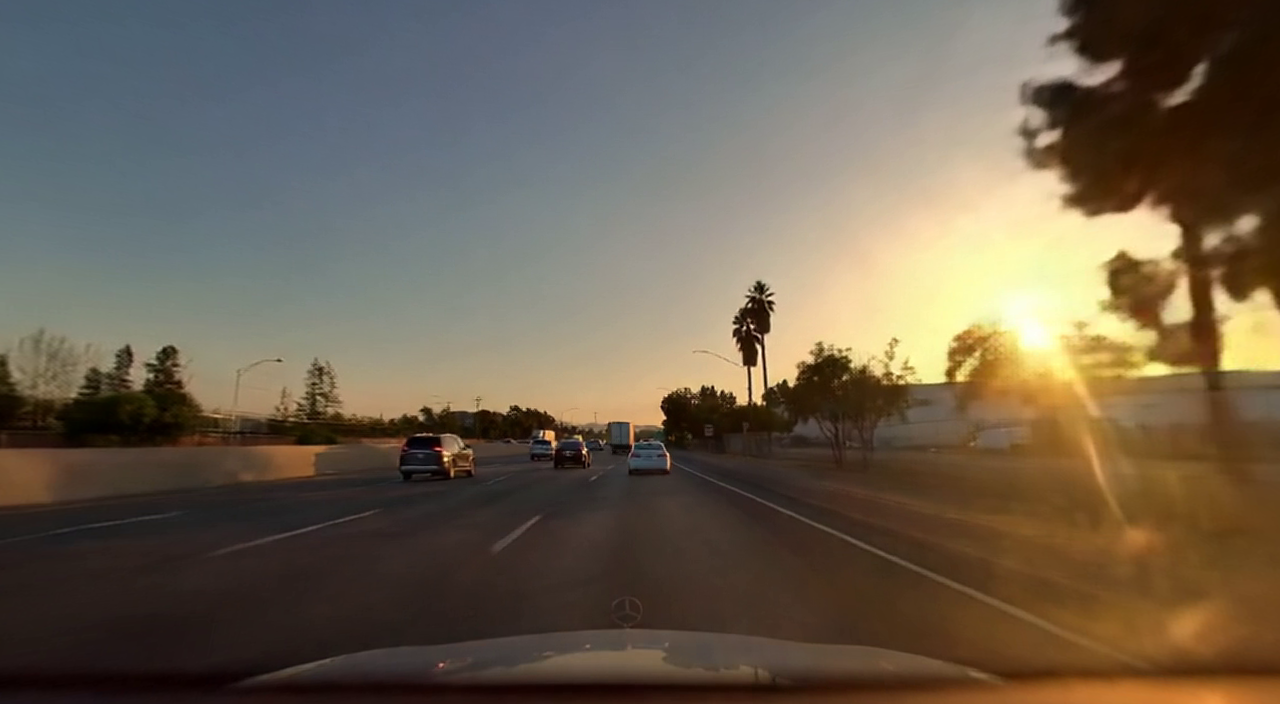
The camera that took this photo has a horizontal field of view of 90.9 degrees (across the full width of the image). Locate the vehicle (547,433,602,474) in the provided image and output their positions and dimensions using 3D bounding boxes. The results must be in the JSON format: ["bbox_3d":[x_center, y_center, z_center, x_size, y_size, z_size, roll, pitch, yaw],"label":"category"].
[{"bbox_3d":[-3.126,4.927,30.964,2.108,1.832,4.549,0,-8,1],"label":"vehicle"}]

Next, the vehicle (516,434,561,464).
[{"bbox_3d":[-6.845,6.610,43.159,2.085,1.932,4.967,-1,-8,2],"label":"vehicle"}]

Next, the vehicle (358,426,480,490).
[{"bbox_3d":[-6.903,3.367,20.342,2.105,1.790,4.689,0,-8,2],"label":"vehicle"}]

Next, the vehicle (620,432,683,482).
[{"bbox_3d":[0.381,3.882,23.515,2.136,1.678,4.052,0,-8,0],"label":"vehicle"}]
